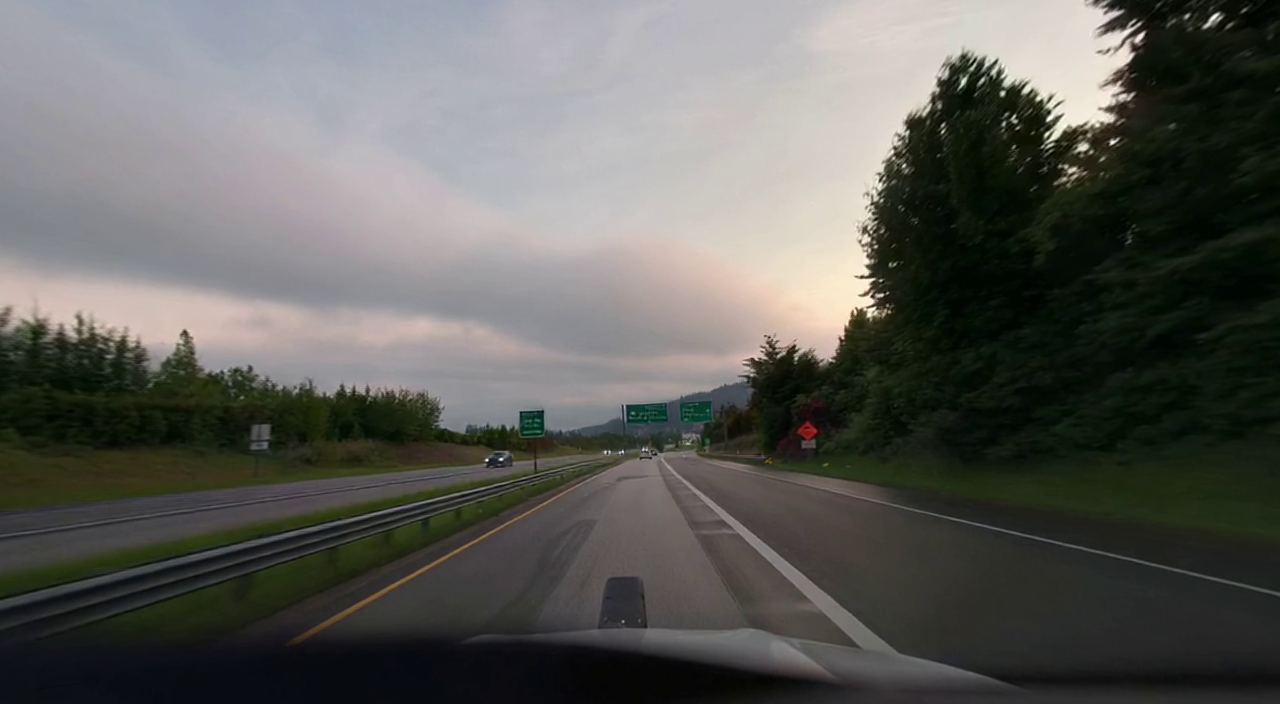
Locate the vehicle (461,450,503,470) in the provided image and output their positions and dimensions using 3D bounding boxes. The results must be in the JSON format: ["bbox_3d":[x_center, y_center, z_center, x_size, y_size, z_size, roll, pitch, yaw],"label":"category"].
[{"bbox_3d":[-12.256,8.398,49.152,1.917,1.490,4.582,0,-9,2],"label":"vehicle"}]
